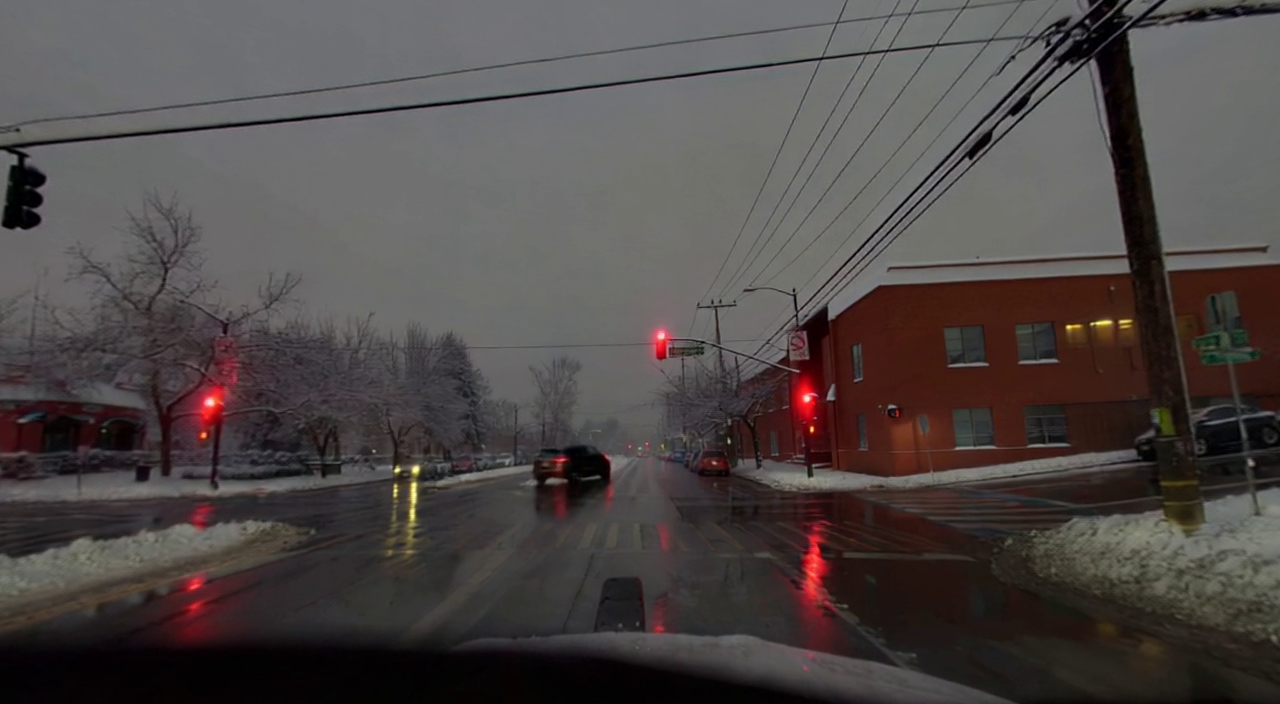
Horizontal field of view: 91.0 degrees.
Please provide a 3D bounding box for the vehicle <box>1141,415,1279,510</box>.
[{"bbox_3d":[12.663,2.200,12.768,3.234,1.746,1.941,-1,-9,1],"label":"vehicle"}]

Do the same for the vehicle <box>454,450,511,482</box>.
[{"bbox_3d":[-8.720,6.331,35.270,2.020,1.672,3.842,0,-9,3],"label":"vehicle"}]

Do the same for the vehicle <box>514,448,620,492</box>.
[{"bbox_3d":[-2.973,4.897,26.647,2.120,1.650,4.525,-5,-10,31],"label":"vehicle"}]

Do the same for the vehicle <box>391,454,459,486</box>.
[{"bbox_3d":[-12.028,6.603,35.578,1.943,1.574,4.727,0,-9,3],"label":"vehicle"}]
